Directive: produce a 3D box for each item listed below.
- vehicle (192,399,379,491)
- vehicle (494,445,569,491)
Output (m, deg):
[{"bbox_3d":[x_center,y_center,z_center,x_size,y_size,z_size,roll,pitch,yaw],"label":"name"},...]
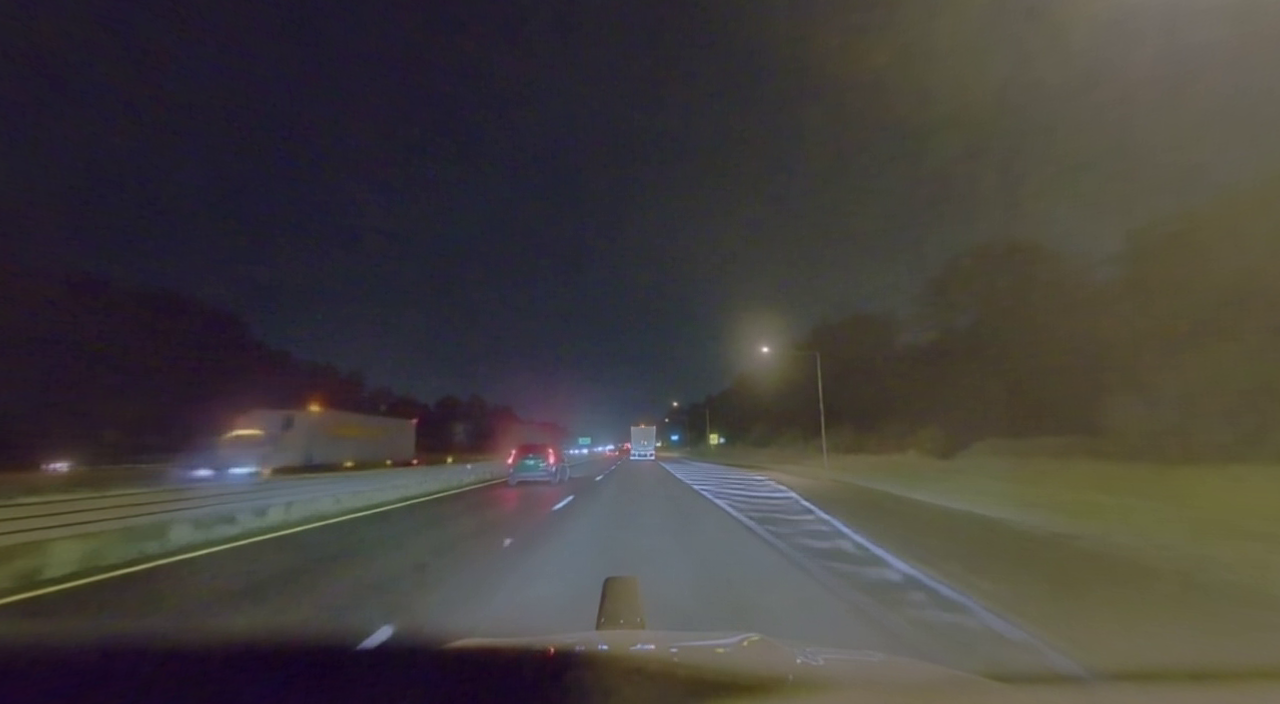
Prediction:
[{"bbox_3d":[-17.485,4.851,32.665,2.993,3.871,11.549,0,-9,0],"label":"vehicle"},{"bbox_3d":[-3.721,4.072,22.444,1.886,1.465,4.119,0,-9,1],"label":"vehicle"}]
